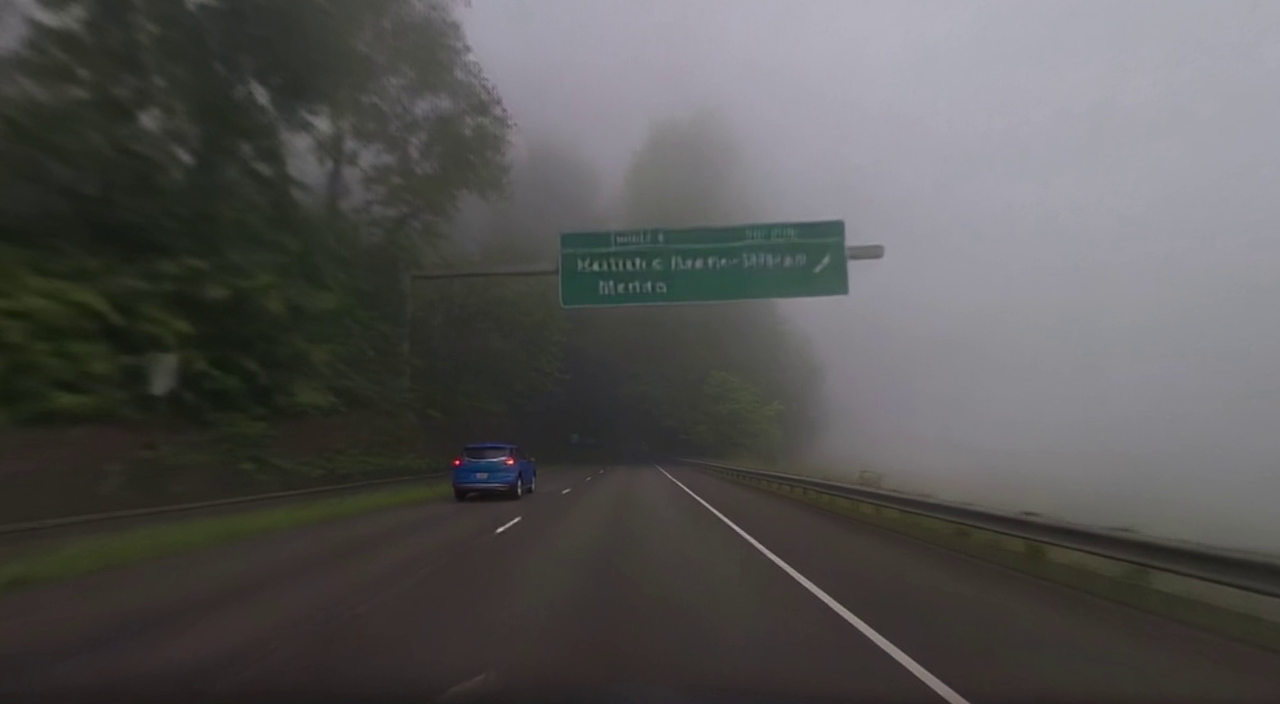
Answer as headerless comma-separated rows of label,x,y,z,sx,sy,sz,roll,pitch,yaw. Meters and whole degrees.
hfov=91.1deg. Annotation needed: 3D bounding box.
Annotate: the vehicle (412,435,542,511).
vehicle,-3.912,2.979,15.951,2.104,1.626,4.283,-1,-9,1
